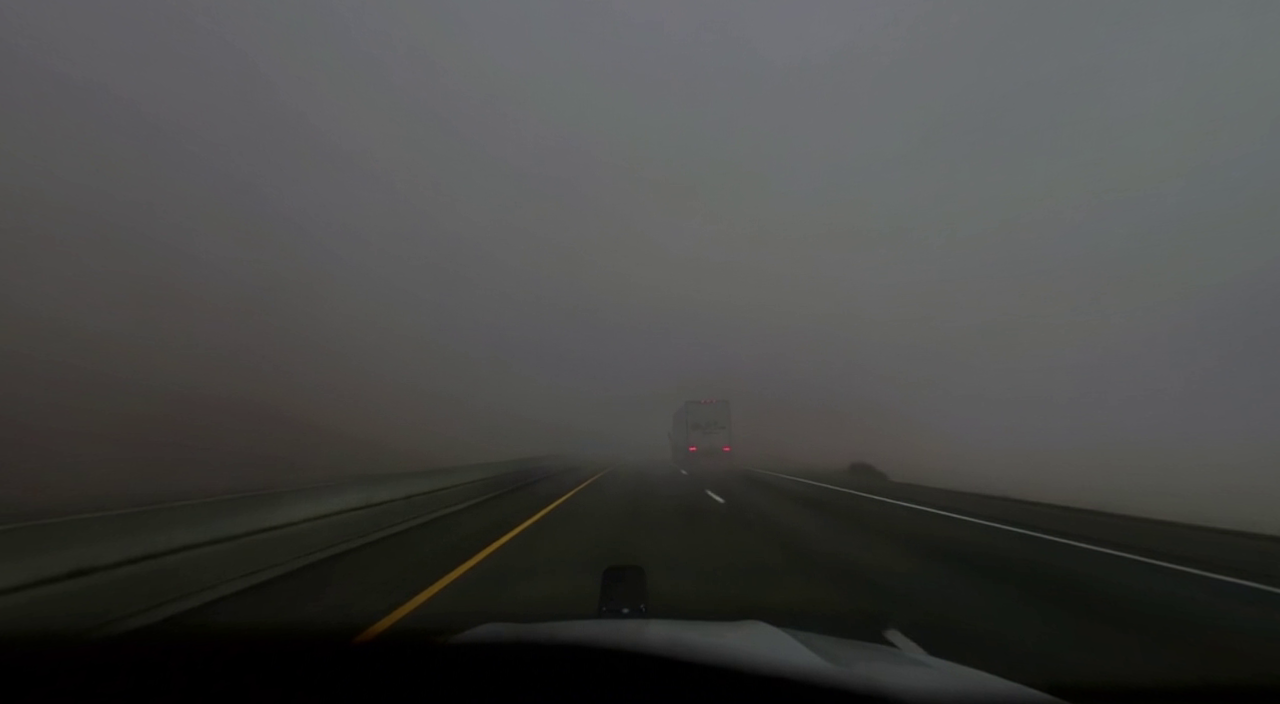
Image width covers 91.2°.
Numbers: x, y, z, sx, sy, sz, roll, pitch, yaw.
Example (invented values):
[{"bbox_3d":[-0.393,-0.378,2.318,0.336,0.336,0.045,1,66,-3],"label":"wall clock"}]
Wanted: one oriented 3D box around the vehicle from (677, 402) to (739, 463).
[{"bbox_3d":[4.868,6.325,48.393,3.485,3.975,14.489,0,-8,1],"label":"vehicle"}]
